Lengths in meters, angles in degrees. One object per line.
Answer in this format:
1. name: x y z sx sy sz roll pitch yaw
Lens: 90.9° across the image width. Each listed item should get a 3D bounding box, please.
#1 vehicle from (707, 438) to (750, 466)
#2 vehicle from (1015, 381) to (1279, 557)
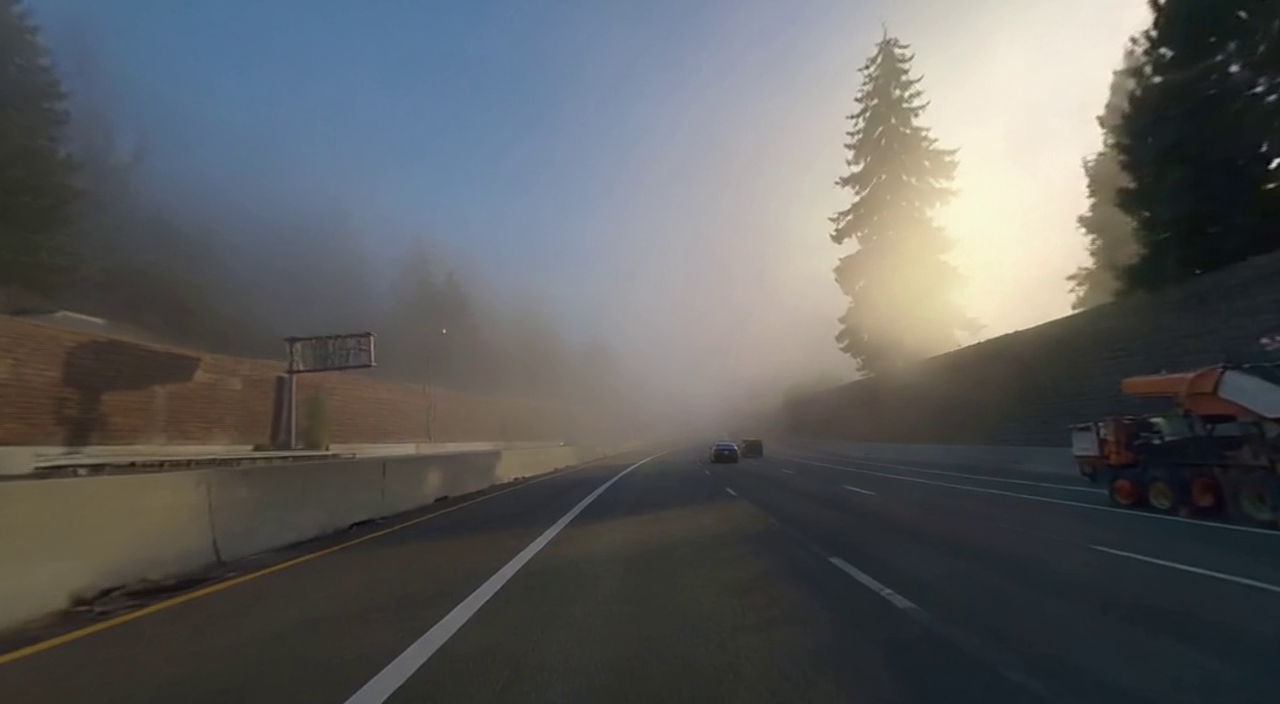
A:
1. vehicle: 4.905 5.621 35.593 1.926 1.477 4.080 -1 -8 2
2. vehicle: 8.140 1.576 8.980 2.188 1.924 5.511 0 -8 0
